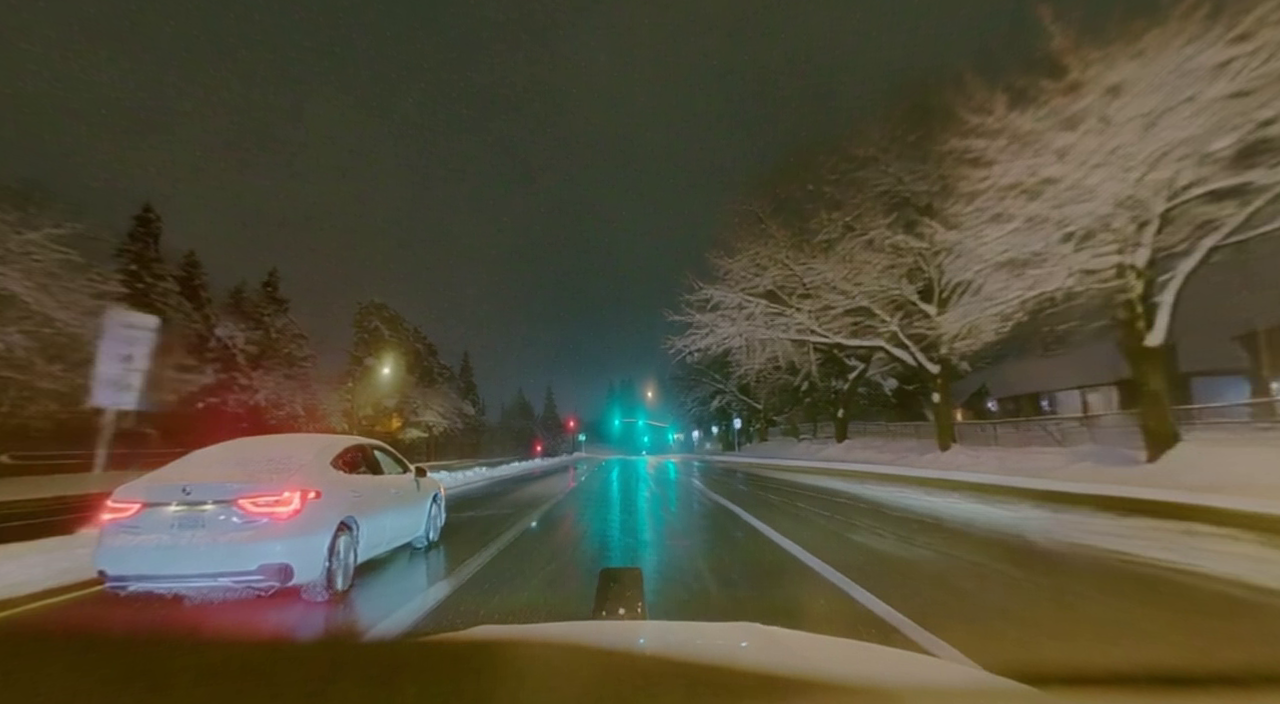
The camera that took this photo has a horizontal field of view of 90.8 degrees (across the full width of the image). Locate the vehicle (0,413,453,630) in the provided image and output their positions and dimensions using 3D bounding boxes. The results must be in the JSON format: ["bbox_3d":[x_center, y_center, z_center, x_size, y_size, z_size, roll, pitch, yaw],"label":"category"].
[{"bbox_3d":[-3.626,1.526,6.699,1.915,1.521,4.283,0,-8,1],"label":"vehicle"}]
